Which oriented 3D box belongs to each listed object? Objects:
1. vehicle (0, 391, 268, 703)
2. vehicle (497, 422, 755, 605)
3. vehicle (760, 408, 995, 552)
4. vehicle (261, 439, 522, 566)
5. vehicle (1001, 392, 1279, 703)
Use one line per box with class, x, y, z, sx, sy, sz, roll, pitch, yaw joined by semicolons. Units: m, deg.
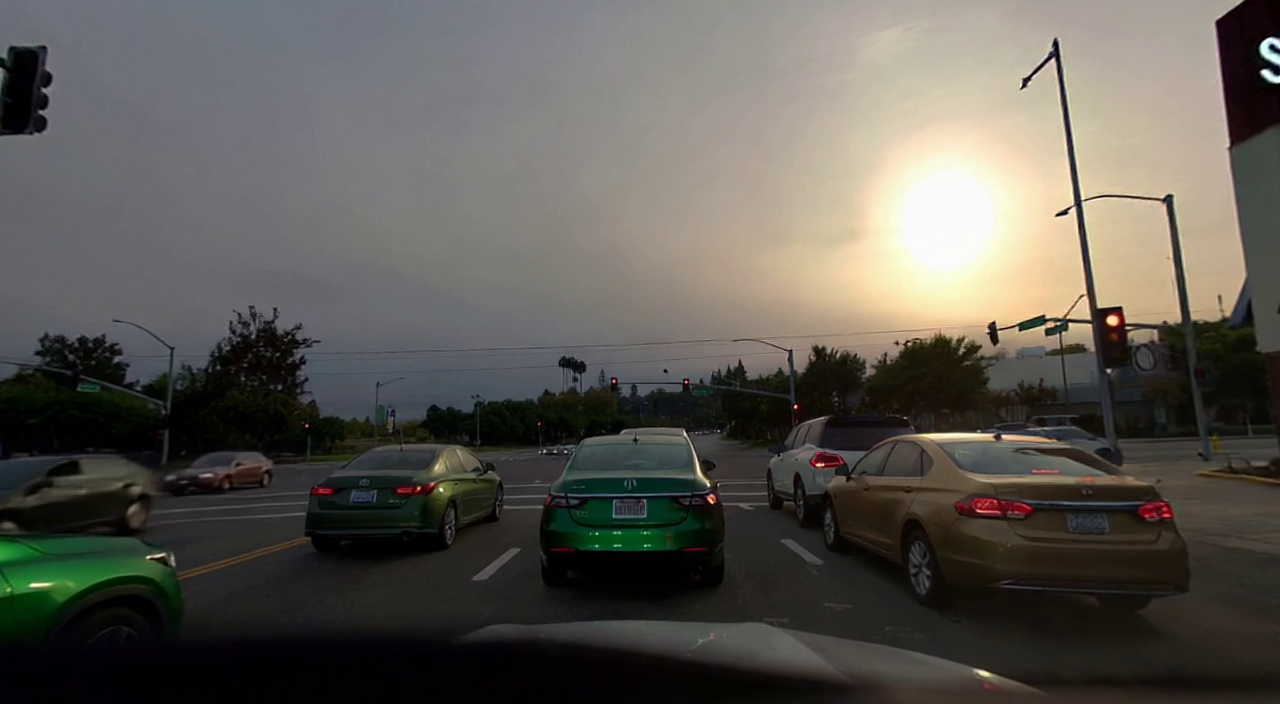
vehicle;-3.480;0.849;1.830;2.016;1.547;4.414;0;-8;1
vehicle;-0.132;1.652;7.376;2.140;1.499;4.119;0;-8;0
vehicle;3.303;1.869;9.839;1.992;1.744;4.183;0;-8;0
vehicle;-3.304;2.071;9.533;1.995;1.436;4.373;-1;-8;3
vehicle;3.937;0.967;3.096;1.800;1.519;4.198;0;-8;0
